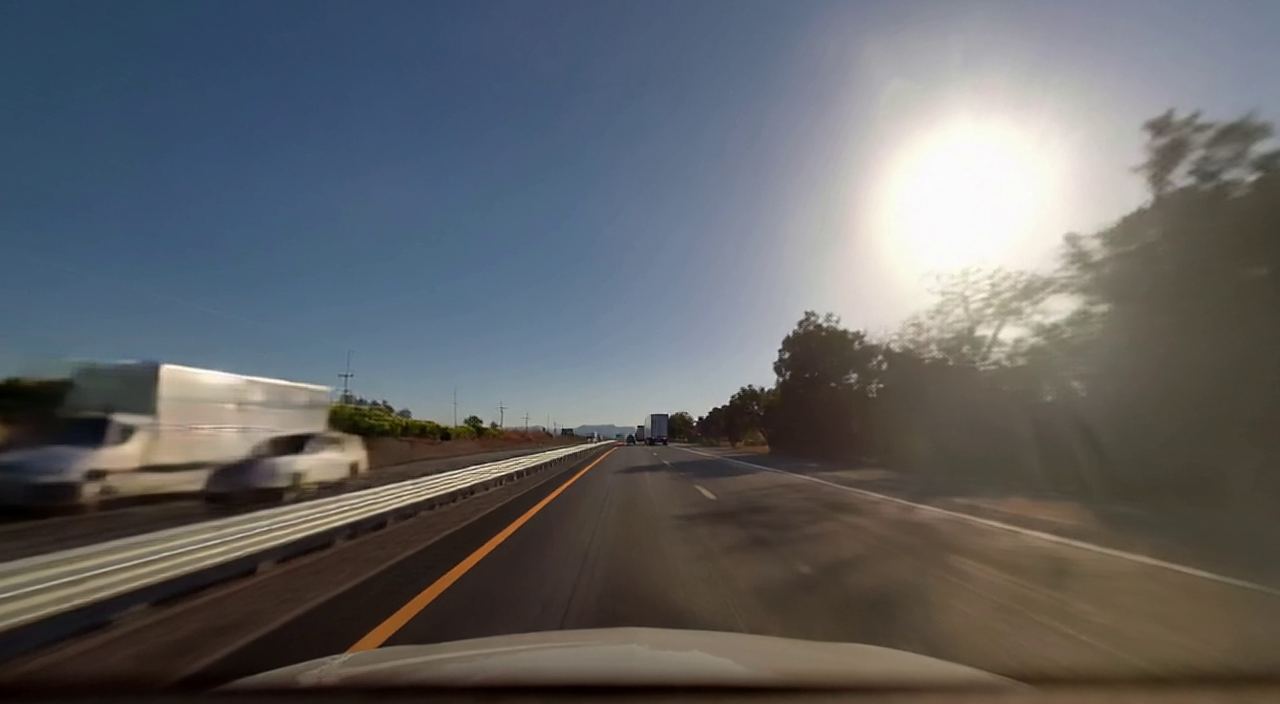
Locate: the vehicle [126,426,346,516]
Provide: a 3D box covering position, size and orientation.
[{"bbox_3d":[-8.925,2.618,14.531,2.058,1.735,4.603,0,-8,-1],"label":"vehicle"}]

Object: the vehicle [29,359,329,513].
[{"bbox_3d":[-13.105,2.536,19.398,2.653,3.576,8.959,-1,-7,-1],"label":"vehicle"}]
